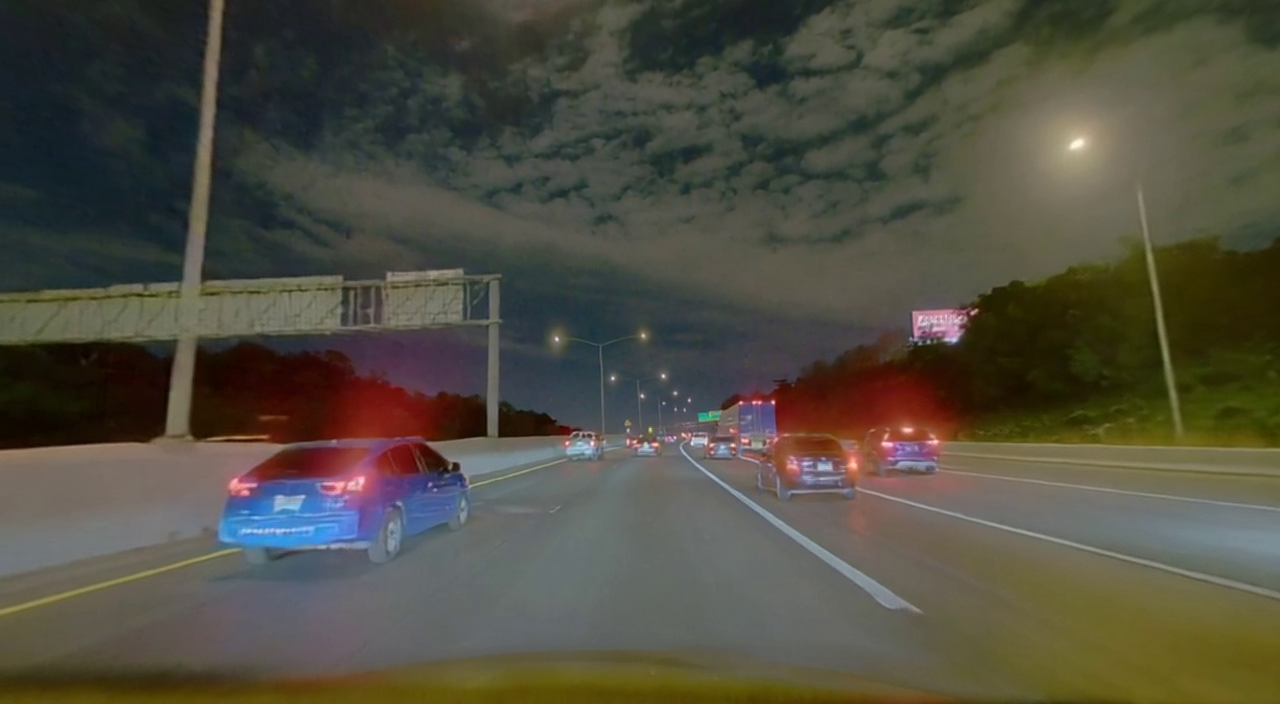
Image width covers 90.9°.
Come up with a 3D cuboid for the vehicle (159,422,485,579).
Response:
[{"bbox_3d":[-3.590,1.737,8.280,1.914,1.476,4.416,-1,-8,1],"label":"vehicle"}]

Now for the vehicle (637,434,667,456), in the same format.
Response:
[{"bbox_3d":[0.842,6.604,44.710,2.040,1.461,3.984,-1,-8,1],"label":"vehicle"}]

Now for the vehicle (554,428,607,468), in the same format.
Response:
[{"bbox_3d":[-2.748,4.569,30.116,2.006,1.741,4.277,-1,-8,2],"label":"vehicle"}]

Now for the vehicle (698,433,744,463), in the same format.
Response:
[{"bbox_3d":[4.399,5.273,34.818,1.933,1.503,4.520,-1,-8,0],"label":"vehicle"}]

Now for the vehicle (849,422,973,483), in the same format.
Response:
[{"bbox_3d":[8.483,3.191,20.291,1.987,1.726,4.515,0,-8,0],"label":"vehicle"}]

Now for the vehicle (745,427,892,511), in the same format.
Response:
[{"bbox_3d":[3.566,2.412,13.463,1.933,1.492,4.125,0,-8,0],"label":"vehicle"}]
